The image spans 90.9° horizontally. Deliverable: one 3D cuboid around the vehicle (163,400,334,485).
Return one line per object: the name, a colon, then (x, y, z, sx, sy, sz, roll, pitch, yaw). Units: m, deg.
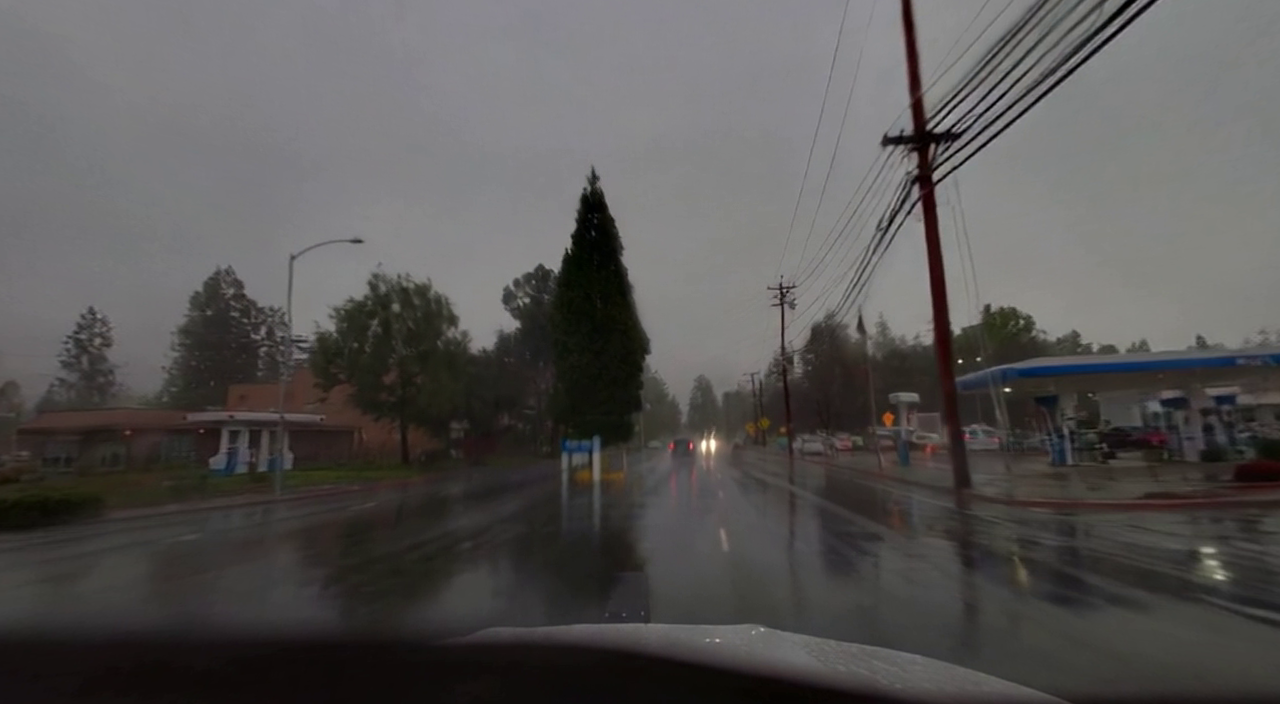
vehicle: (-18.646, 4.443, 30.901, 2.923, 3.546, 7.640, -2, -8, 5)

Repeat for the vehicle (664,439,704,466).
vehicle: (2.696, 5.996, 37.806, 2.073, 1.525, 3.968, -2, -8, 8)
